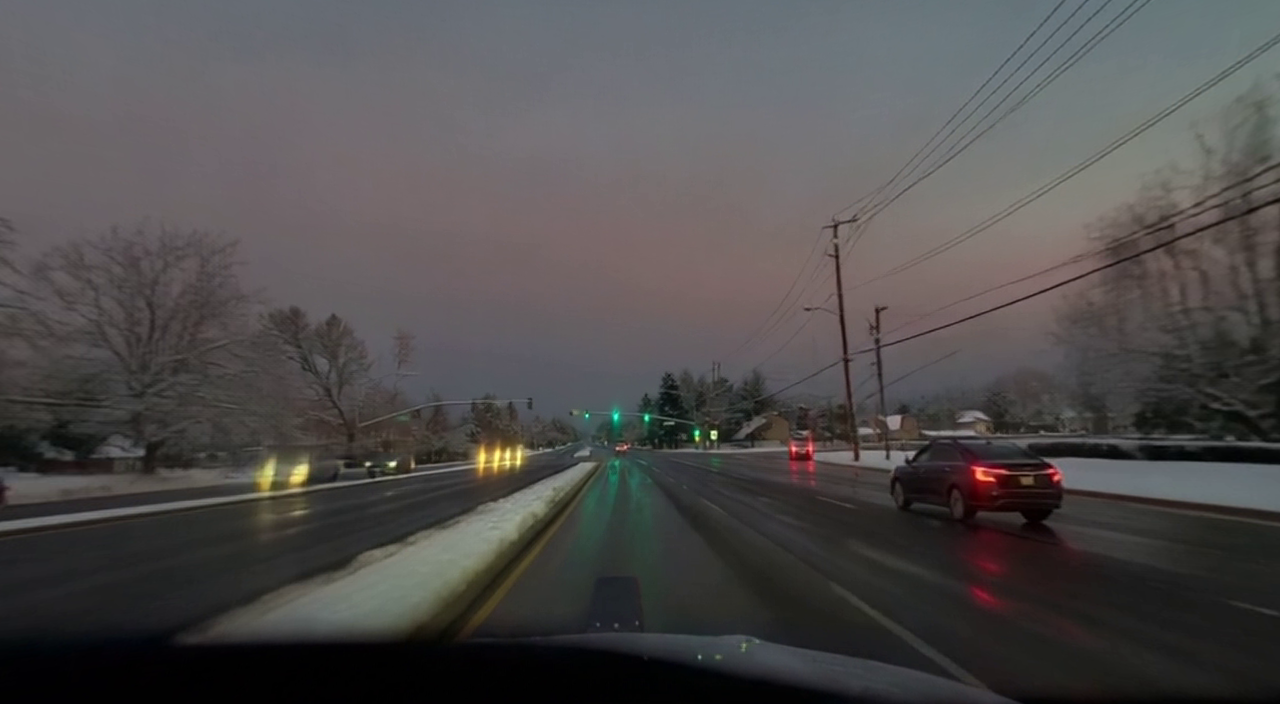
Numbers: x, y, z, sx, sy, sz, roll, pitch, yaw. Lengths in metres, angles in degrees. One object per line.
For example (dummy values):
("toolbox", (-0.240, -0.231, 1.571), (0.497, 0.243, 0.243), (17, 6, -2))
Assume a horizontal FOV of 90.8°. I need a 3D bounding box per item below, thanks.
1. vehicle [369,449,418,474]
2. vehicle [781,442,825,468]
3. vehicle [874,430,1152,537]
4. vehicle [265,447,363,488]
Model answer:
("vehicle", (-18.675, 8.302, 48.060), (1.982, 1.728, 4.552), (0, -9, -2))
("vehicle", (10.754, 6.831, 42.010), (1.979, 1.581, 4.271), (-1, -9, 3))
("vehicle", (6.276, 2.246, 11.513), (2.113, 1.520, 4.650), (0, -9, -2))
("vehicle", (-14.333, 5.064, 28.118), (2.060, 1.681, 4.418), (0, -9, -1))
